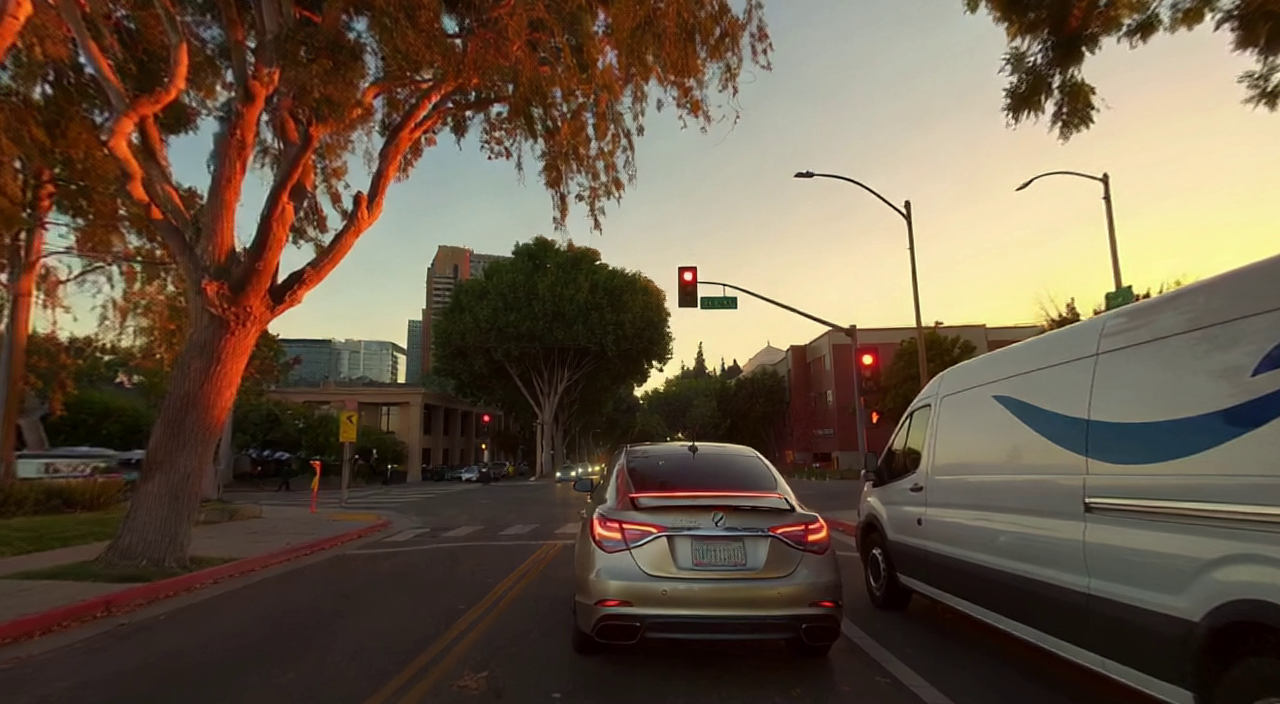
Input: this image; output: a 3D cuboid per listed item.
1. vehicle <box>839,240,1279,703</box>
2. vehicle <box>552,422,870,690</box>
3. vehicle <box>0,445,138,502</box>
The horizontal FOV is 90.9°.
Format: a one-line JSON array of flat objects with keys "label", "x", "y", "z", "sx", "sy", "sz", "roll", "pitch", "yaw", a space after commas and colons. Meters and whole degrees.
[{"label": "vehicle", "x": 2.847, "y": 0.909, "z": 2.997, "sx": 2.054, "sy": 1.965, "sz": 5.248, "roll": 1, "pitch": -11, "yaw": 0}, {"label": "vehicle", "x": 0.391, "y": 1.602, "z": 5.792, "sx": 1.961, "sy": 1.629, "sz": 3.610, "roll": 1, "pitch": -10, "yaw": -2}, {"label": "vehicle", "x": -29.534, "y": 6.176, "z": 32.111, "sx": 5.743, "sy": 2.738, "sz": 2.263, "roll": 1, "pitch": -10, "yaw": 0}]
